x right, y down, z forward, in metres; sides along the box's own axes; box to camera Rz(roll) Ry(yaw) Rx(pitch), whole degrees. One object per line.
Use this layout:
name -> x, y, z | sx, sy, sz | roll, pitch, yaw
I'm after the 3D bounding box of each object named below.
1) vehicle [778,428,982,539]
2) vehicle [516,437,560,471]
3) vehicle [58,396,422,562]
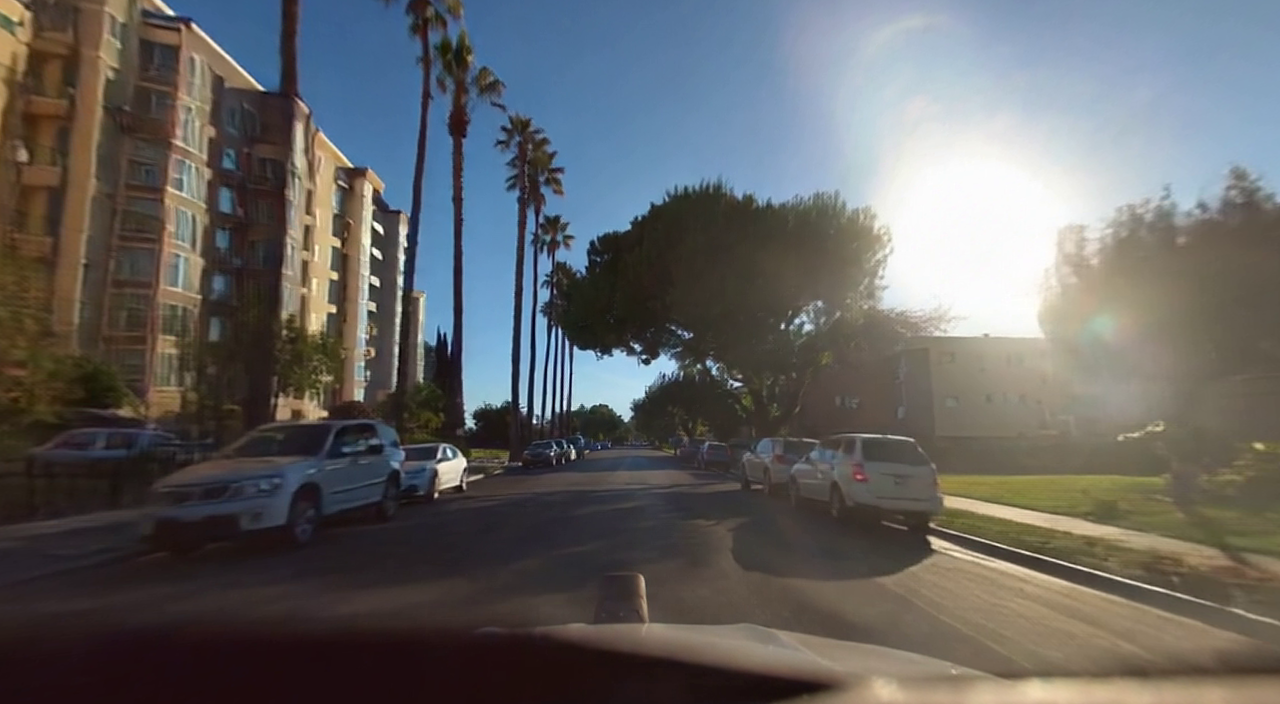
vehicle -> 4.418, 2.484, 12.635 | 1.969, 1.782, 4.677 | 1, -9, -4
vehicle -> -6.013, 6.068, 37.769 | 1.947, 1.806, 4.413 | 2, -8, -2
vehicle -> -5.614, 1.916, 10.214 | 2.358, 1.905, 5.615 | 0, -9, -2
